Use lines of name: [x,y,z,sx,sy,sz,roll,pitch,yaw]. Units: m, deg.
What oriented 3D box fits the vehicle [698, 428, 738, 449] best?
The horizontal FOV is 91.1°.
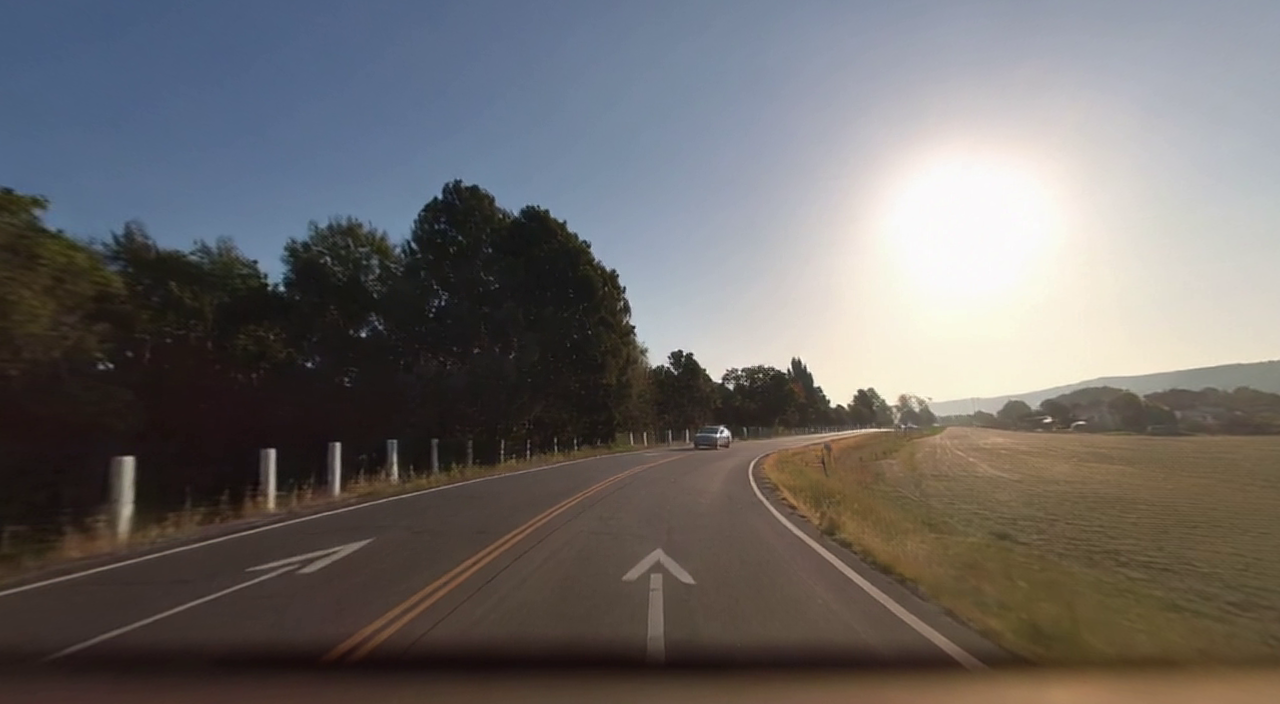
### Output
vehicle: [6.163,6.767,49.197,1.961,1.525,4.056,-3,-8,25]
